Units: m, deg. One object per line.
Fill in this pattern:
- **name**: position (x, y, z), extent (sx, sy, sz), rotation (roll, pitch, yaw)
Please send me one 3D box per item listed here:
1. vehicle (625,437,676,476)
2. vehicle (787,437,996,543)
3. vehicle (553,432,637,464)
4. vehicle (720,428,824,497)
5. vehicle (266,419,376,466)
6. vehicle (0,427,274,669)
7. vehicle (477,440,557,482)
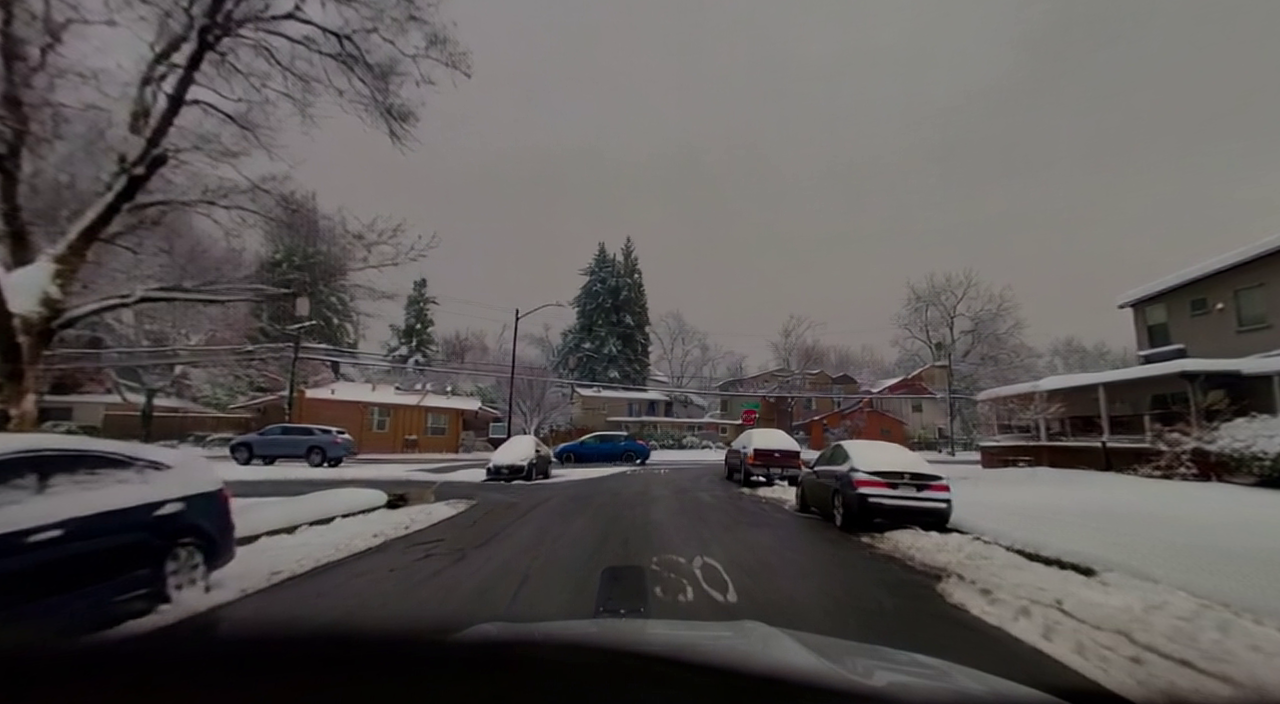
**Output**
- **vehicle**: position (0.420, 4.447, 26.894), extent (2.010, 1.499, 4.107), rotation (0, -9, 0)
- **vehicle**: position (4.092, 2.295, 11.140), extent (1.876, 1.477, 4.324), rotation (0, -9, 0)
- **vehicle**: position (-3.178, 6.553, 42.838), extent (2.337, 2.039, 6.413), rotation (7, -11, -40)
- **vehicle**: position (3.822, 3.261, 19.035), extent (2.144, 1.751, 4.472), rotation (2, -8, 0)
- **vehicle**: position (-15.359, 4.443, 30.719), extent (2.320, 2.030, 5.730), rotation (0, -9, 0)
- **vehicle**: position (-4.931, 1.295, 4.385), extent (1.909, 1.492, 4.615), rotation (0, -9, 1)
- **vehicle**: position (-4.648, 4.201, 24.453), extent (1.999, 1.441, 4.628), rotation (-1, -9, 3)
